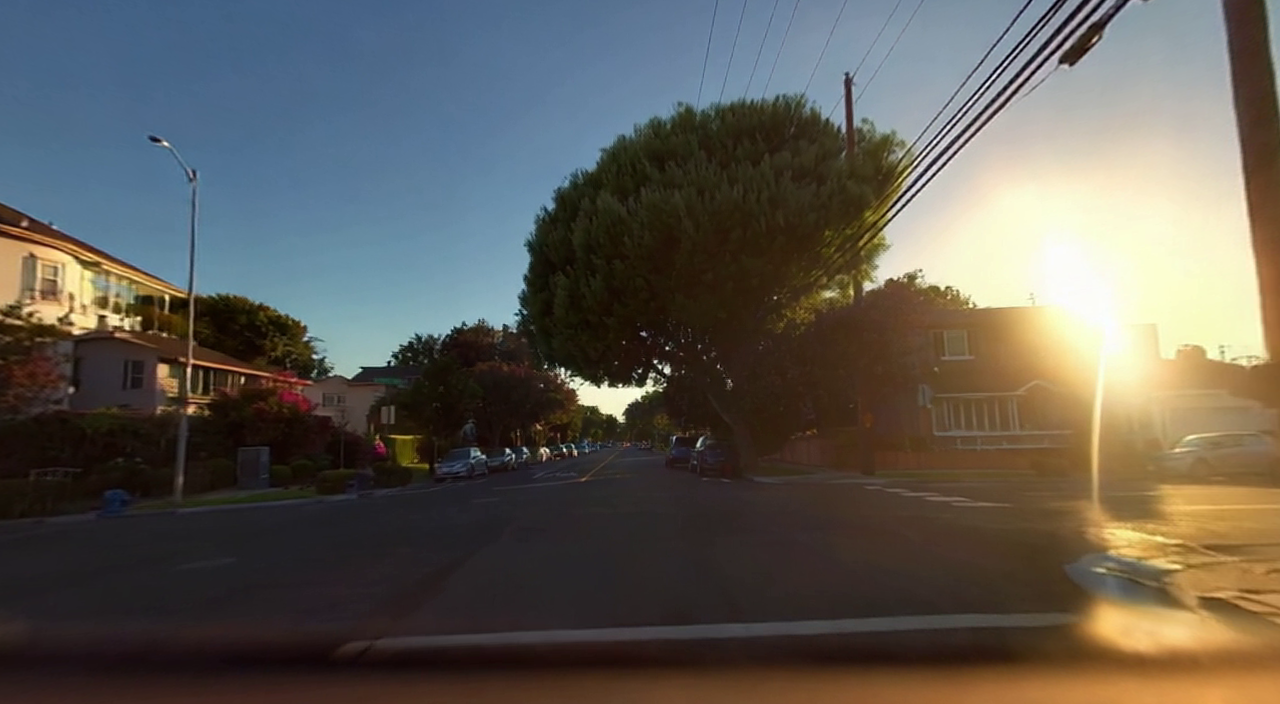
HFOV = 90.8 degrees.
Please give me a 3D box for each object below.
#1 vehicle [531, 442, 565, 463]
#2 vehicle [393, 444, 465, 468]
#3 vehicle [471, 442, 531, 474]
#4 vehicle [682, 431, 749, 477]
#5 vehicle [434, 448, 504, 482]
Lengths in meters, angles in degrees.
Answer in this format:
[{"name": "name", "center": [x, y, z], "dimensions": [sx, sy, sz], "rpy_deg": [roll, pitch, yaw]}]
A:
[{"name": "vehicle", "center": [-7.134, 7.822, 49.178], "dimensions": [1.914, 1.508, 4.653], "rpy_deg": [0, -8, 0]}, {"name": "vehicle", "center": [-13.484, 6.661, 40.585], "dimensions": [3.905, 1.480, 1.892], "rpy_deg": [0, -9, 0]}, {"name": "vehicle", "center": [-7.149, 5.493, 32.925], "dimensions": [1.957, 1.549, 4.527], "rpy_deg": [0, -8, 2]}, {"name": "vehicle", "center": [3.004, 4.203, 26.128], "dimensions": [2.114, 1.708, 4.474], "rpy_deg": [0, -9, -1]}, {"name": "vehicle", "center": [-7.289, 4.835, 27.329], "dimensions": [1.926, 1.307, 3.909], "rpy_deg": [0, -9, 0]}]
